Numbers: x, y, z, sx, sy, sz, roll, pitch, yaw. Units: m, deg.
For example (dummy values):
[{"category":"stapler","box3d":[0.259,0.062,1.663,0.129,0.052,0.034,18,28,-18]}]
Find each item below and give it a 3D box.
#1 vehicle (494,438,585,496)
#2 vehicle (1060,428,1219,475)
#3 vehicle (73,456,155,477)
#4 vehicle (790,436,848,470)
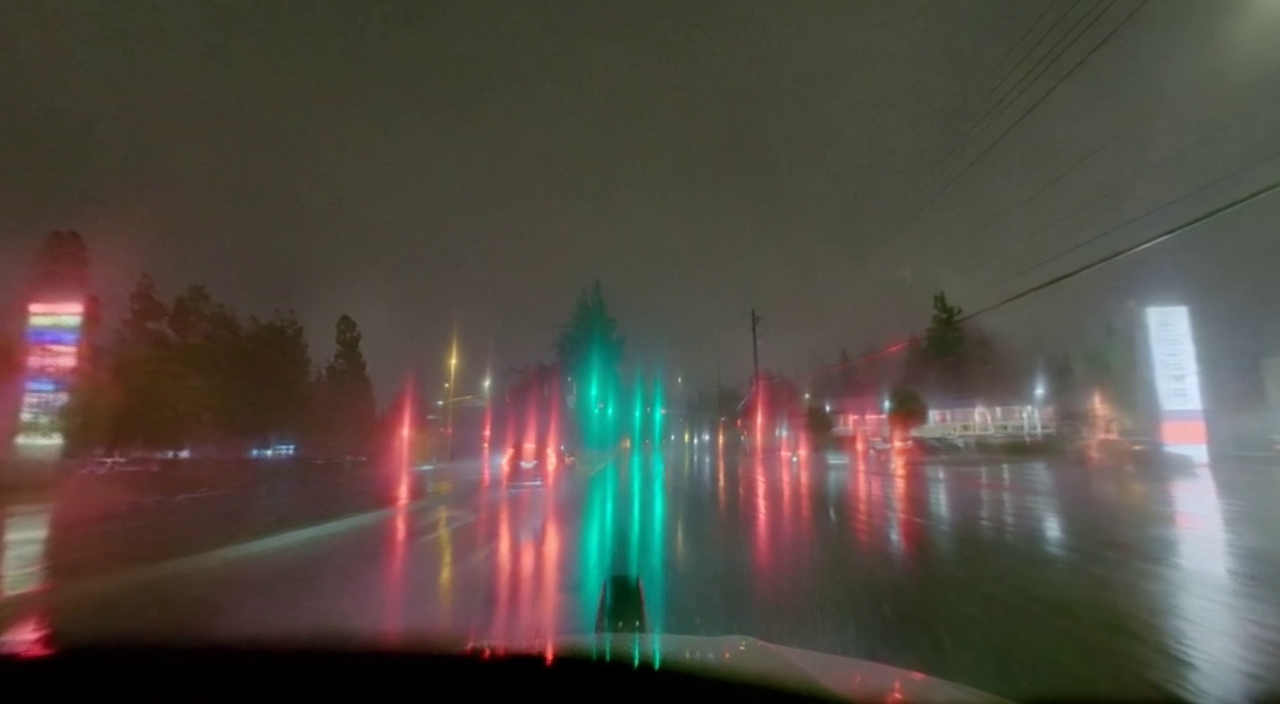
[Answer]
[{"category":"vehicle","box3d":[-2.781,3.273,18.364,2.185,1.473,3.925,0,-8,-3]},{"category":"vehicle","box3d":[19.941,3.982,25.476,4.729,1.706,1.922,-6,-10,37]},{"category":"vehicle","box3d":[-41.320,8.947,49.704,1.902,1.475,4.635,-8,-11,43]},{"category":"vehicle","box3d":[10.298,5.830,36.724,1.998,1.862,4.658,0,-8,0]}]
